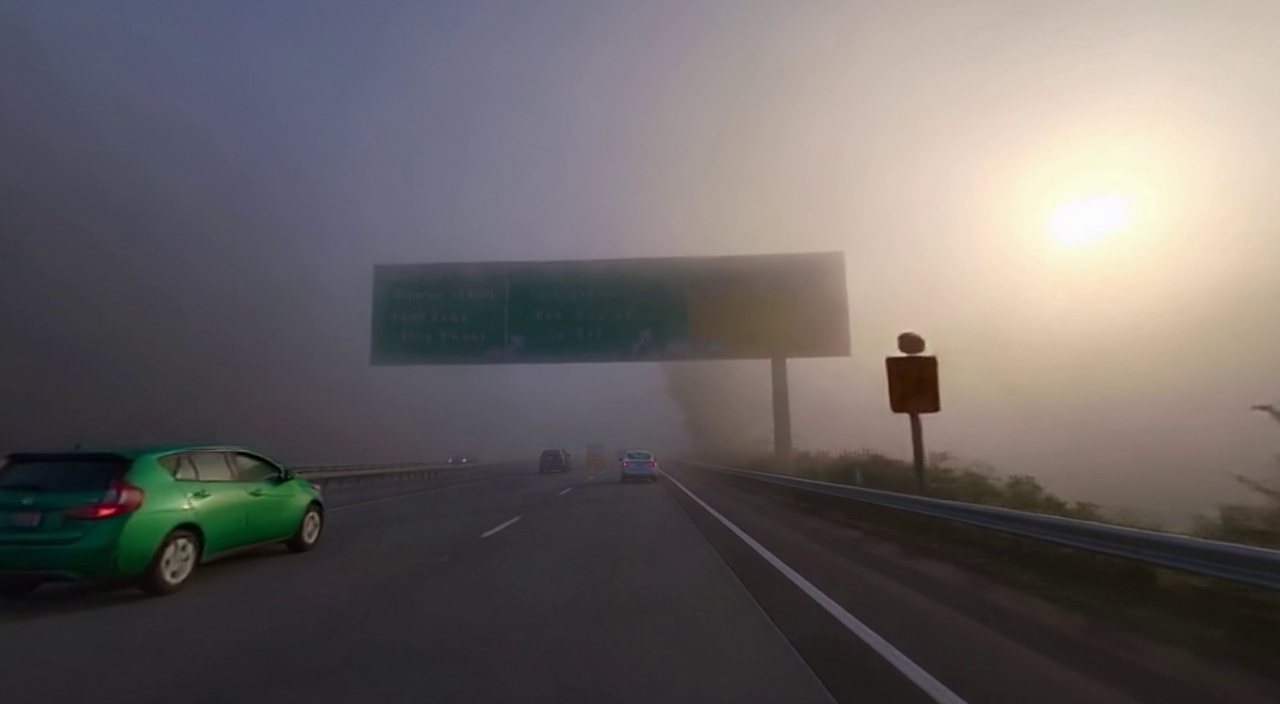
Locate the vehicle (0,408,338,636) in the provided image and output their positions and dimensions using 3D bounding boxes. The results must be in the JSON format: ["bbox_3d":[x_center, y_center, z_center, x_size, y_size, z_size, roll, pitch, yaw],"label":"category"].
[{"bbox_3d":[-5.292,1.548,6.667,2.058,1.626,4.118,0,-9,1],"label":"vehicle"}]

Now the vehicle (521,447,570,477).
[{"bbox_3d":[-4.898,5.768,33.165,1.892,1.481,4.180,0,-9,1],"label":"vehicle"}]

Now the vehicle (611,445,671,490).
[{"bbox_3d":[0.030,4.059,22.458,1.940,1.451,3.512,0,-9,0],"label":"vehicle"}]
